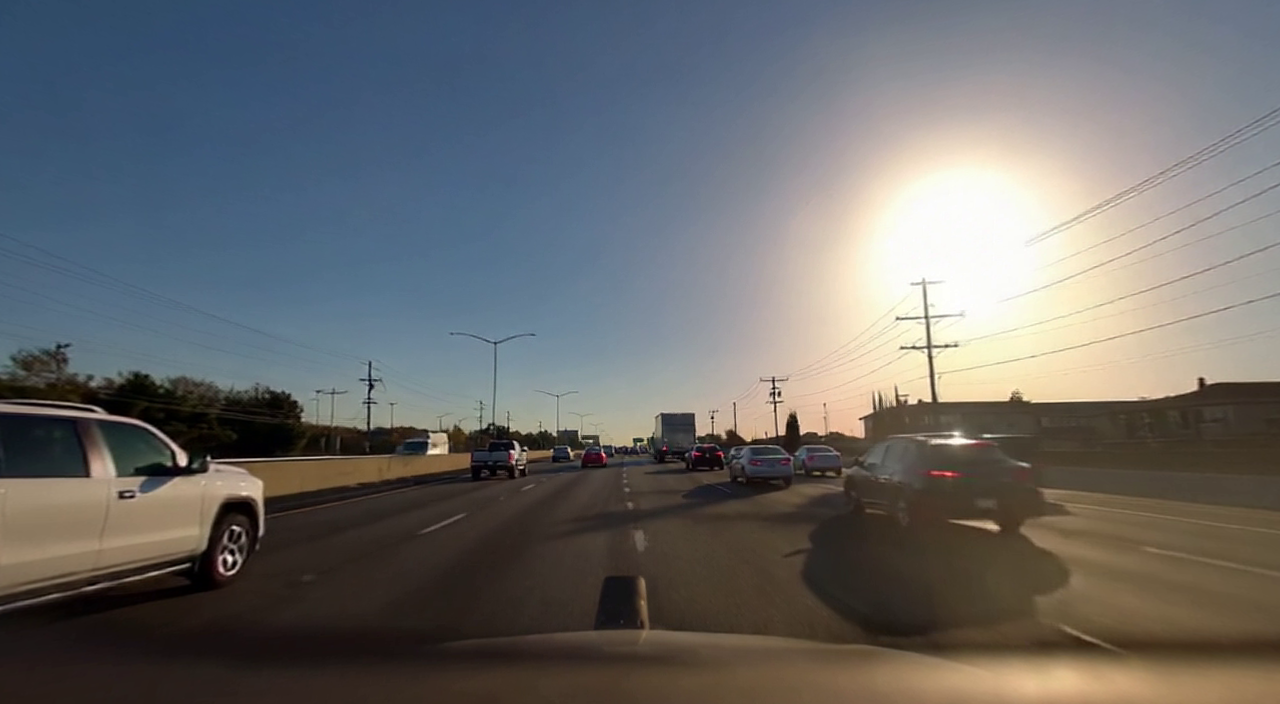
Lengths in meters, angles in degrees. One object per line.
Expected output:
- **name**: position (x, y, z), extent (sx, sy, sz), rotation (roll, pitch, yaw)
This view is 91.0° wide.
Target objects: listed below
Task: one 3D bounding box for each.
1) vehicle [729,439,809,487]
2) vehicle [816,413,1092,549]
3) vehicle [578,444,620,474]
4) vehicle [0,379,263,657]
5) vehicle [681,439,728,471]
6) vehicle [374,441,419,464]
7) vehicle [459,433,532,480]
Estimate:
- **vehicle**: position (4.758, 4.163, 23.945), extent (1.978, 1.607, 4.245), rotation (1, -9, -2)
- **vehicle**: position (4.877, 2.084, 10.874), extent (2.086, 1.783, 4.868), rotation (1, -9, -2)
- **vehicle**: position (-2.129, 5.707, 33.862), extent (2.060, 1.508, 4.308), rotation (1, -9, -1)
- **vehicle**: position (-5.042, 1.105, 4.424), extent (2.127, 1.705, 4.374), rotation (1, -9, -2)
- **vehicle**: position (3.806, 6.189, 38.050), extent (2.182, 1.782, 4.800), rotation (1, -9, -2)
- **vehicle**: position (-15.855, 6.565, 41.161), extent (1.607, 1.454, 3.631), rotation (1, -9, -2)
- **vehicle**: position (-6.163, 4.527, 27.547), extent (2.147, 1.825, 4.602), rotation (0, -9, -1)
